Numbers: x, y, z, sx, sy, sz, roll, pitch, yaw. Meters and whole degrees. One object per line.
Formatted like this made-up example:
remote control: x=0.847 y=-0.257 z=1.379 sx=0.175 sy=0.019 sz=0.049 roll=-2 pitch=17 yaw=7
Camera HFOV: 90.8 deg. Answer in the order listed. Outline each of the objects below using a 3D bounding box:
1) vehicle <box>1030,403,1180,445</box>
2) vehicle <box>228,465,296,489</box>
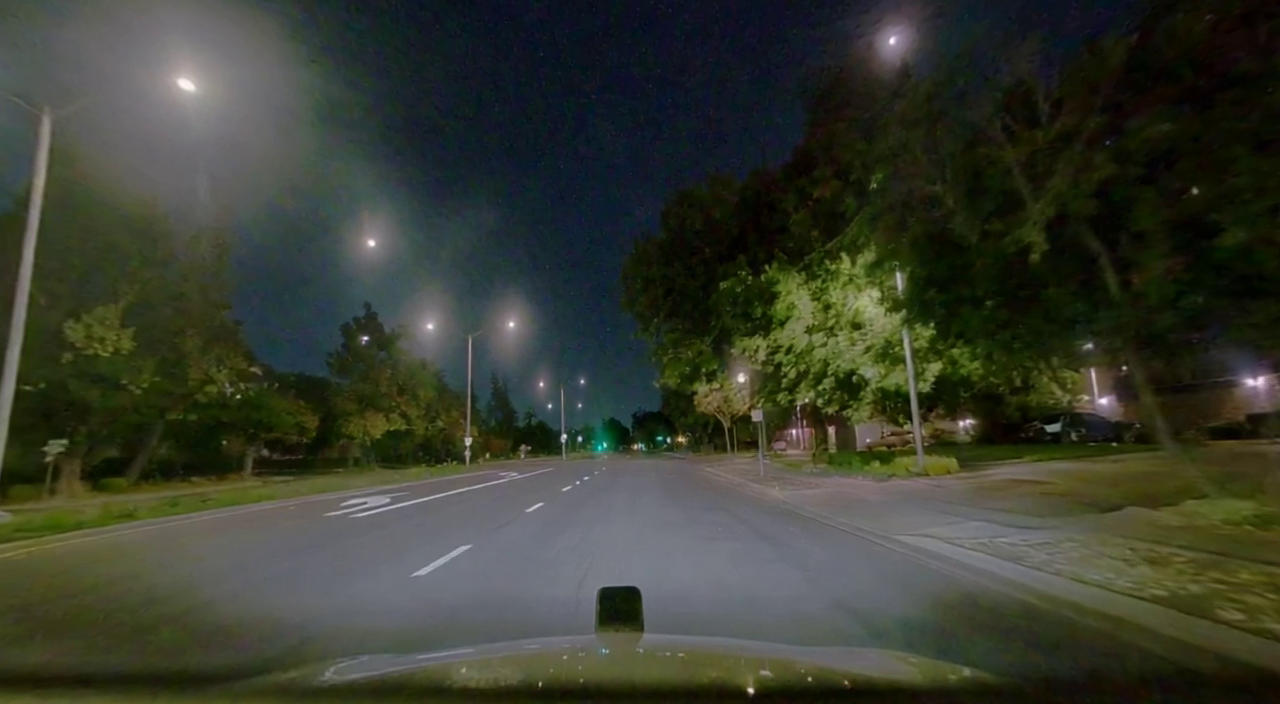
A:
vehicle: x=24.083 y=3.794 z=32.860 sx=6.146 sy=2.098 sz=2.167 roll=0 pitch=-8 yaw=-4
vehicle: x=-26.850 y=8.861 z=45.064 sx=1.916 sy=1.456 sz=4.597 roll=0 pitch=-8 yaw=1
